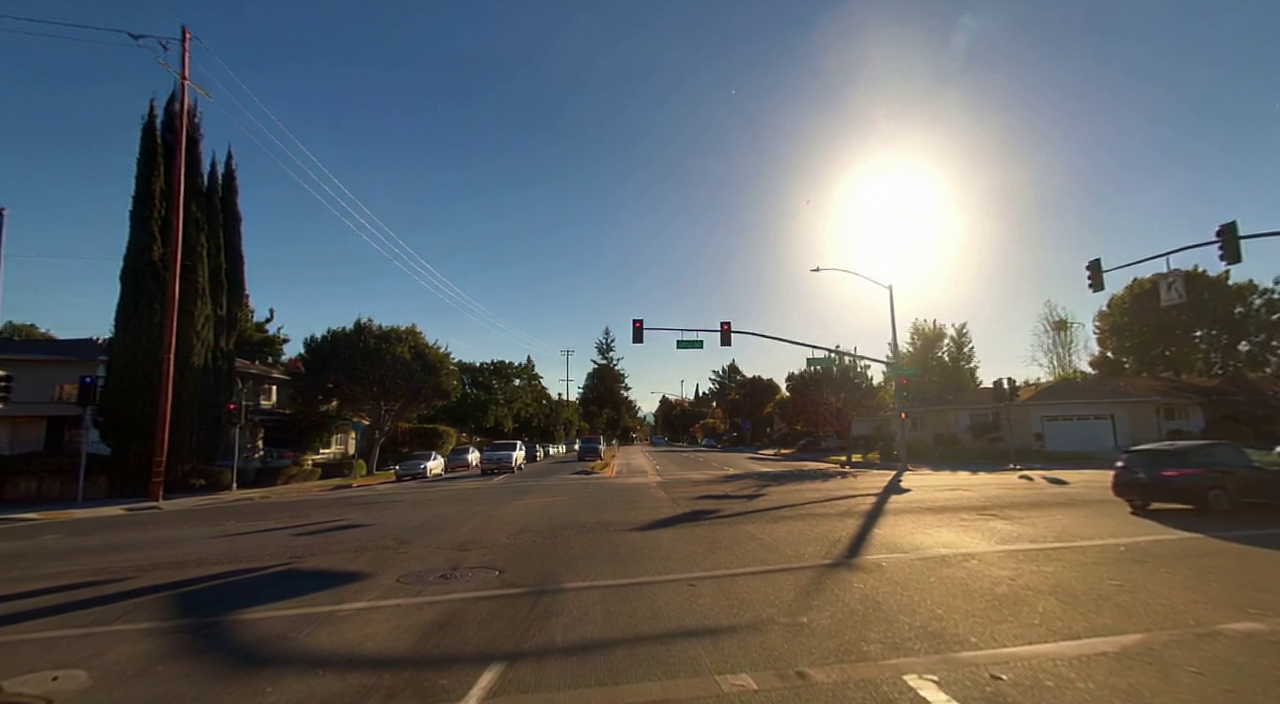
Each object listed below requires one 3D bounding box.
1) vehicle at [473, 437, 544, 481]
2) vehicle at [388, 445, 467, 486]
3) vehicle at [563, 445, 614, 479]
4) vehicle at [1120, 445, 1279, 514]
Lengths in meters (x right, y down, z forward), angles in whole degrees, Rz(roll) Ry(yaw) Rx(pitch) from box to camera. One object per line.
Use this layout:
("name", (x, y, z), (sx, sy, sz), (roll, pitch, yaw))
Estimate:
("vehicle", (-6.371, 5.274, 31.426), (2.479, 1.977, 5.254), (0, -9, -1))
("vehicle", (-10.148, 5.442, 30.624), (2.241, 1.819, 4.690), (0, -9, -1))
("vehicle", (-2.394, 5.254, 30.562), (2.174, 1.477, 4.805), (0, -9, -1))
("vehicle", (13.805, 2.808, 14.402), (4.443, 1.367, 2.197), (2, -9, -16))
